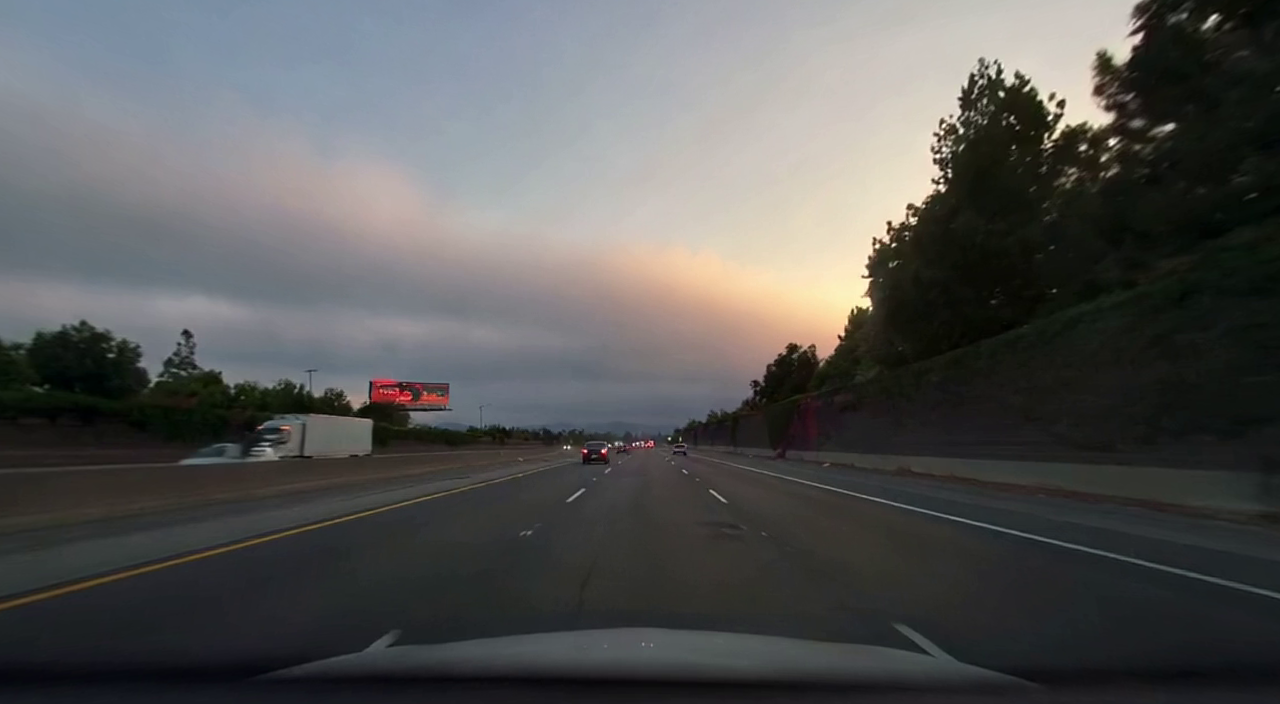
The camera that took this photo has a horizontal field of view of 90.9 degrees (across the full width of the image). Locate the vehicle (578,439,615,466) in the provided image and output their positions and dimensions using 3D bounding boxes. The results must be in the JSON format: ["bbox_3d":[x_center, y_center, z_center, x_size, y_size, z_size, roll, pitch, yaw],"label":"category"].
[{"bbox_3d":[-2.976,7.002,44.077,2.319,1.738,4.355,0,-8,0],"label":"vehicle"}]

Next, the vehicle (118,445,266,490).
[{"bbox_3d":[-16.275,4.180,23.285,2.051,1.469,4.569,0,-8,0],"label":"vehicle"}]

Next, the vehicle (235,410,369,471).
[{"bbox_3d":[-24.363,6.567,46.623,3.300,3.947,11.672,0,-8,0],"label":"vehicle"}]
